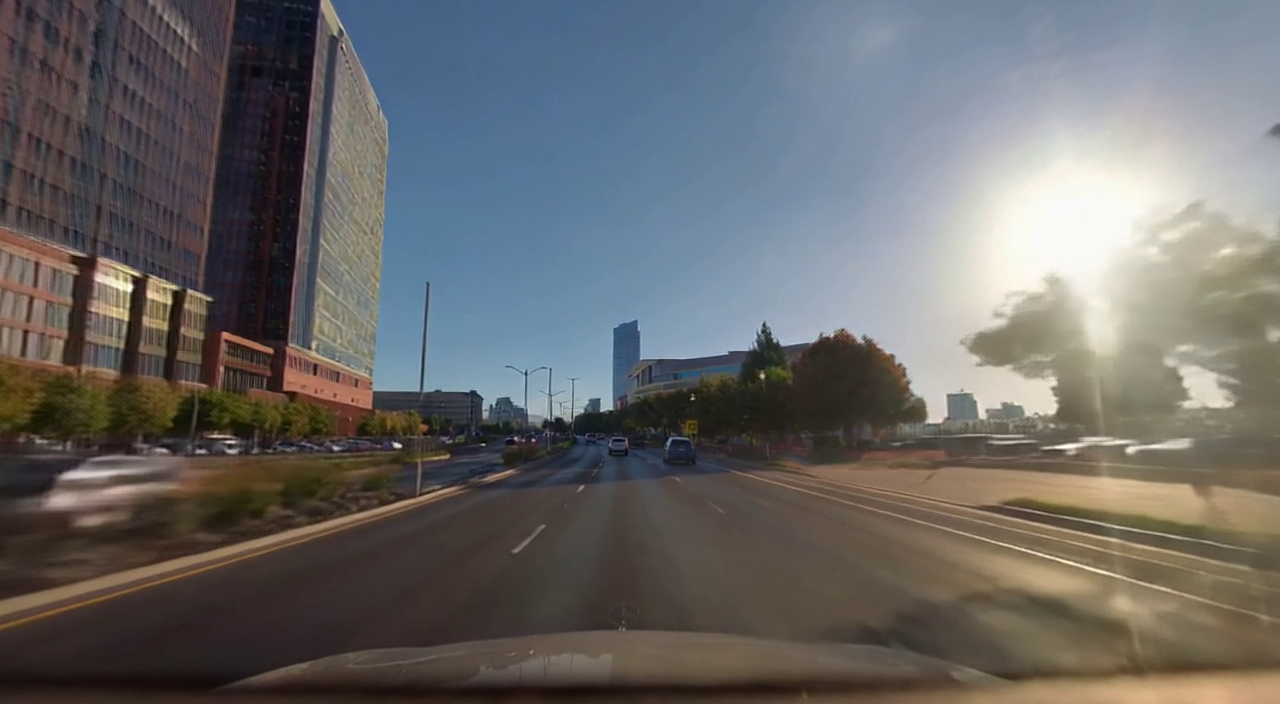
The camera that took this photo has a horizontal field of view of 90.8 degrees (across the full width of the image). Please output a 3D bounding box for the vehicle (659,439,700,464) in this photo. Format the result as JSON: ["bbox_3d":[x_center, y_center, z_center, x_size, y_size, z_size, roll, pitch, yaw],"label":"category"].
[{"bbox_3d":[2.417,6.233,39.649,2.090,1.506,4.382,0,-9,-3],"label":"vehicle"}]
